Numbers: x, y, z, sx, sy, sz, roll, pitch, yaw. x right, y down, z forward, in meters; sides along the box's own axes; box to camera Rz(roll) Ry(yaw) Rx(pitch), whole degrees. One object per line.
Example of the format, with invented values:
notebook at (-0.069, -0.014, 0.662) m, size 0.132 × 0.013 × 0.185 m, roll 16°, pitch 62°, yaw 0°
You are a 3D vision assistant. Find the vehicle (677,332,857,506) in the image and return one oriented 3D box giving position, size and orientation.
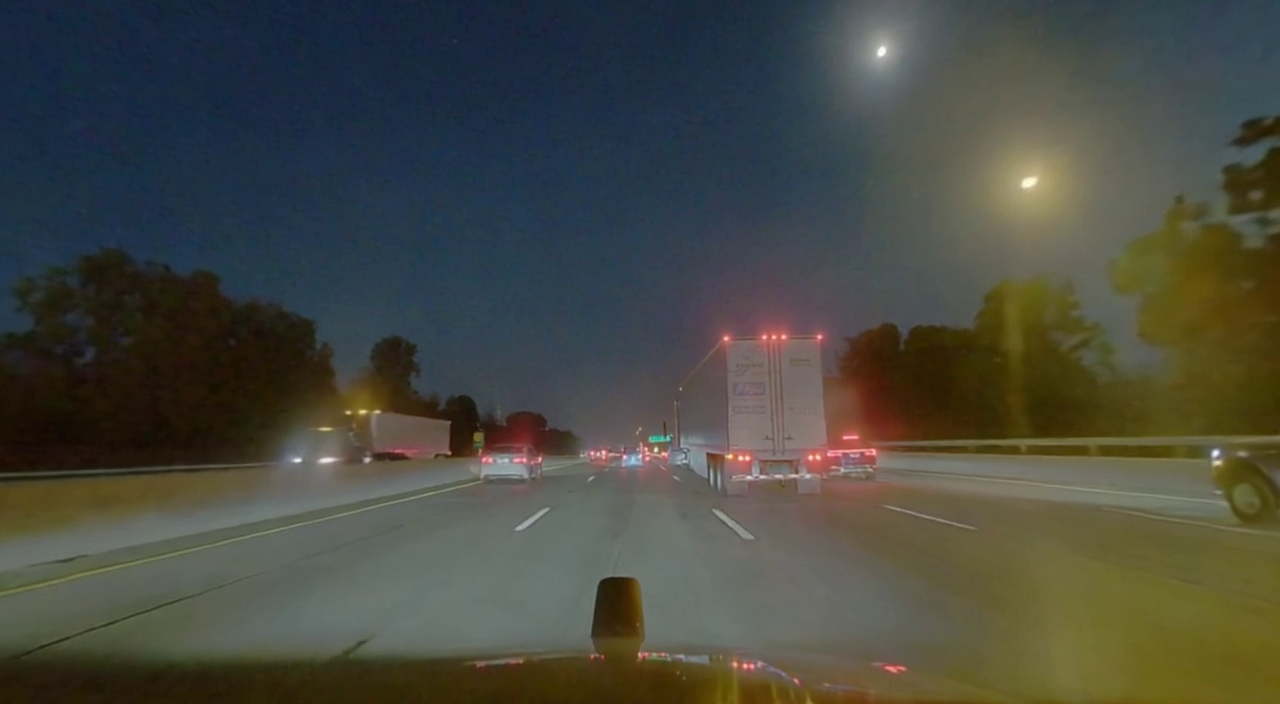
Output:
vehicle at (3.453, 2.726, 22.955) m, size 2.907 × 4.109 × 16.177 m, roll 0°, pitch -8°, yaw -1°

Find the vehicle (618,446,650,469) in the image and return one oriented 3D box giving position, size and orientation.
vehicle at (-0.355, 7.079, 42.423) m, size 2.047 × 1.485 × 3.938 m, roll 0°, pitch -8°, yaw 1°

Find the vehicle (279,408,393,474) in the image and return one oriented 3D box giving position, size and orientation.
vehicle at (-18.767, 5.618, 39.617) m, size 3.017 × 3.721 × 8.231 m, roll 0°, pitch -8°, yaw 0°

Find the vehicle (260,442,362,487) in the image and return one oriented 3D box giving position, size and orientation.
vehicle at (-11.541, 3.928, 22.323) m, size 1.670 × 1.451 × 3.565 m, roll 0°, pitch -8°, yaw 0°

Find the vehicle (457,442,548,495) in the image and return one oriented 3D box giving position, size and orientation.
vehicle at (-4.271, 3.644, 20.163) m, size 1.968 × 1.507 × 3.829 m, roll 0°, pitch -8°, yaw 1°
